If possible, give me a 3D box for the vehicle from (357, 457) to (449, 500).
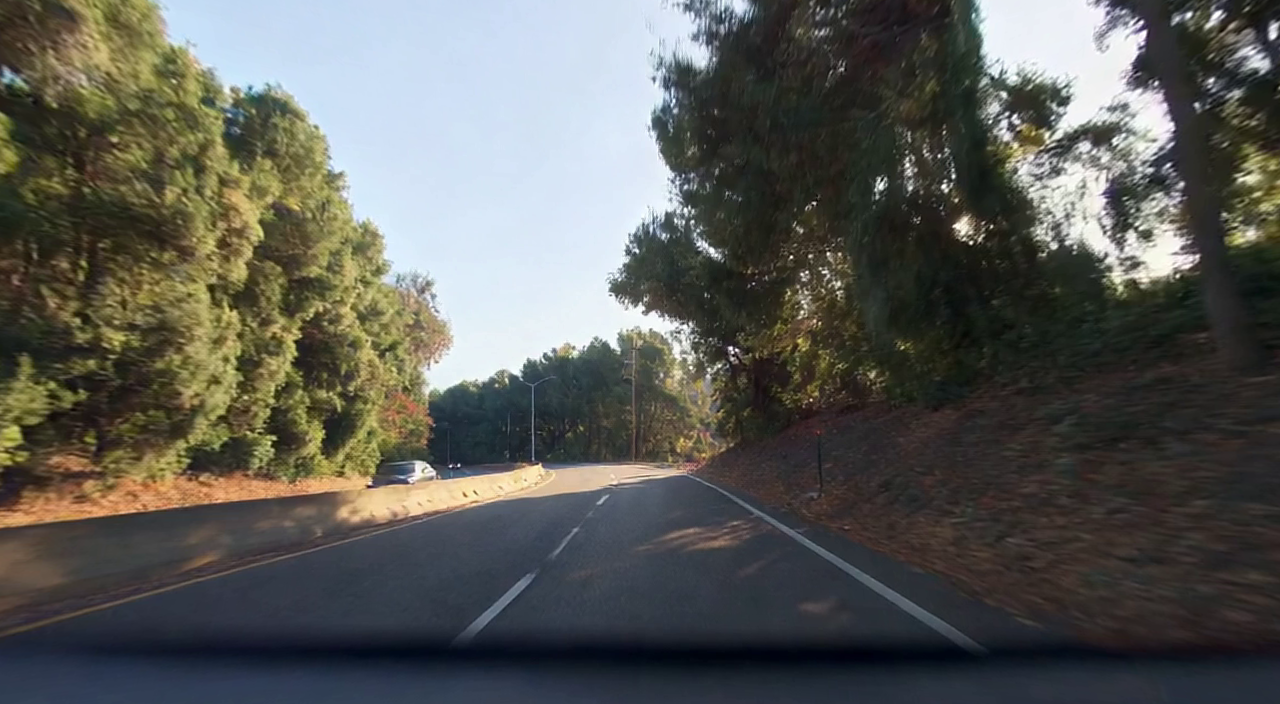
[{"bbox_3d":[-9.371,5.028,25.400,1.977,1.466,4.669,0,-9,-1],"label":"vehicle"}]
